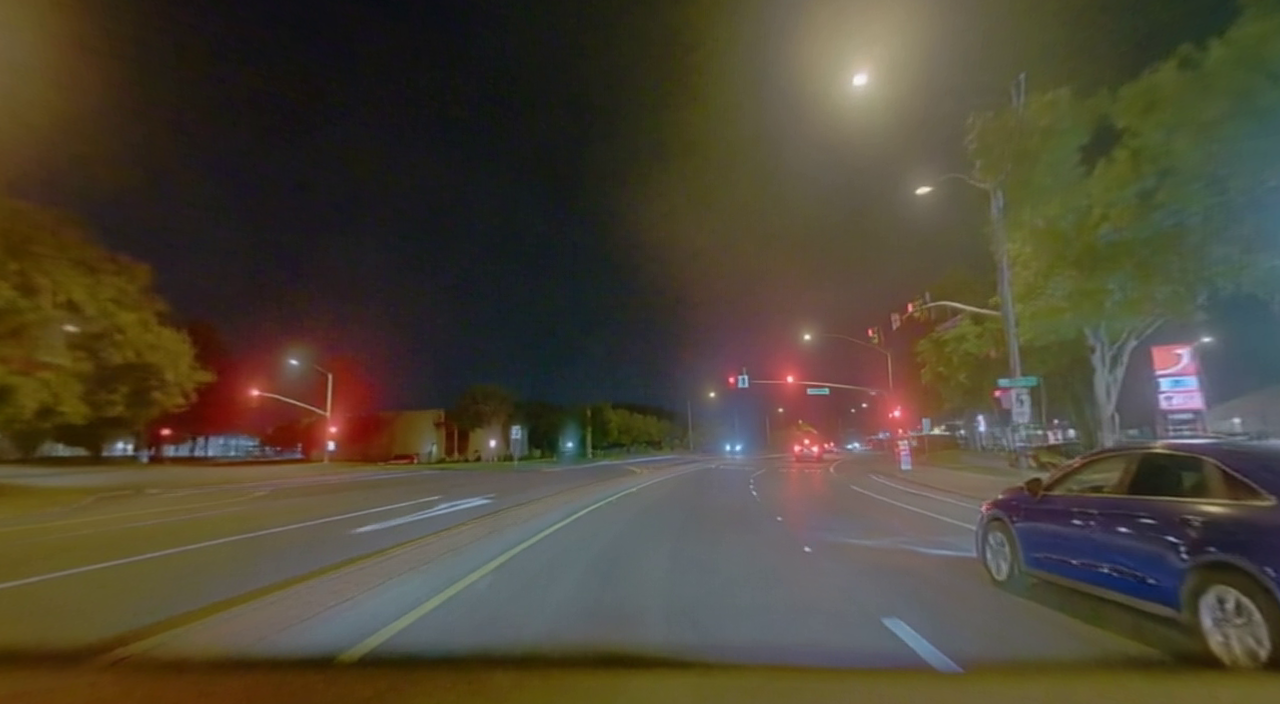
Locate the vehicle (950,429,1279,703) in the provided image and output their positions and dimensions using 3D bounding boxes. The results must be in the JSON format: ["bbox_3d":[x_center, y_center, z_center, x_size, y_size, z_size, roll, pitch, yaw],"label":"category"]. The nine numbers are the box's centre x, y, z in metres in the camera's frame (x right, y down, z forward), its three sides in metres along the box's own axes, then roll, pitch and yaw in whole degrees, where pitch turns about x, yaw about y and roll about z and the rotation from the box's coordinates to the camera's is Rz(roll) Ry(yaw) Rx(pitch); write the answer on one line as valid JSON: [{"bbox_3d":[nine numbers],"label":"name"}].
[{"bbox_3d":[4.344,1.339,4.609,1.938,1.466,4.434,0,-9,1],"label":"vehicle"}]

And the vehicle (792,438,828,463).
[{"bbox_3d":[12.438,7.168,45.887,2.311,1.715,4.287,-3,-9,17],"label":"vehicle"}]

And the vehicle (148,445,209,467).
[{"bbox_3d":[-32.717,7.370,44.813,1.779,1.458,4.279,2,-9,-11],"label":"vehicle"}]
